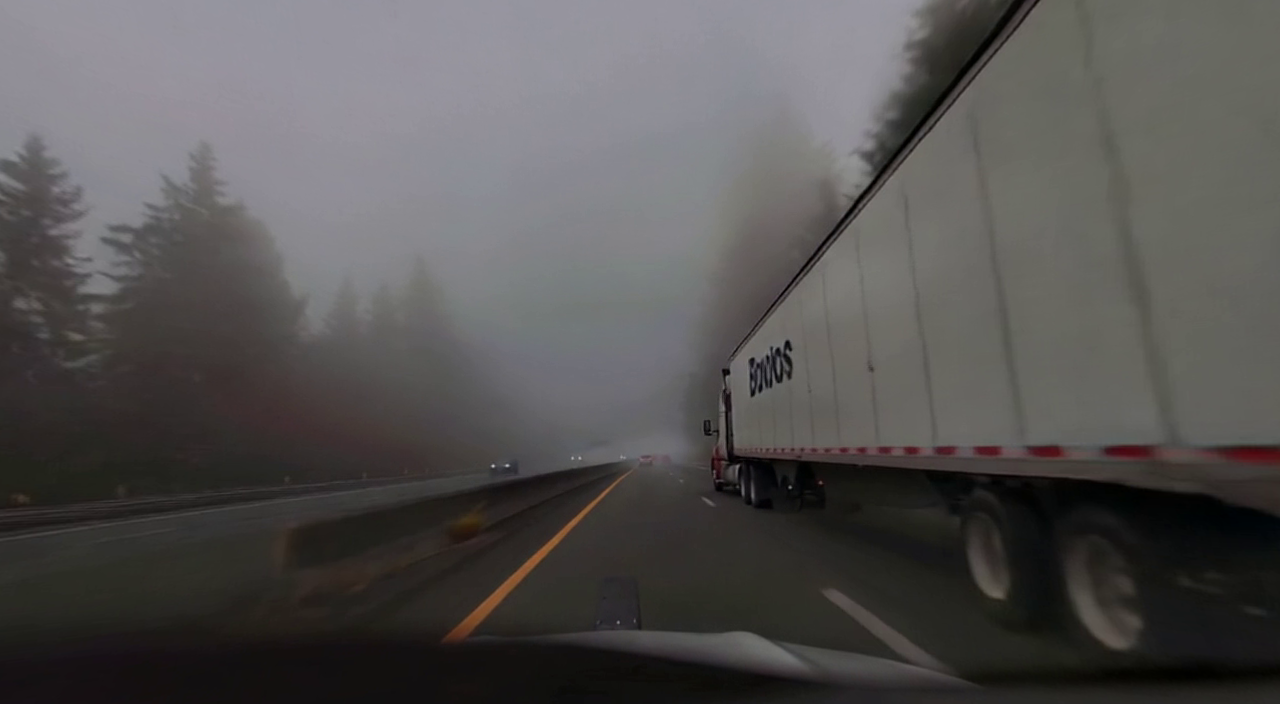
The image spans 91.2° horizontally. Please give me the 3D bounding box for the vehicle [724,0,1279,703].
[{"bbox_3d":[4.236,0.857,10.303,3.537,4.071,17.399,-1,-9,1],"label":"vehicle"}]
